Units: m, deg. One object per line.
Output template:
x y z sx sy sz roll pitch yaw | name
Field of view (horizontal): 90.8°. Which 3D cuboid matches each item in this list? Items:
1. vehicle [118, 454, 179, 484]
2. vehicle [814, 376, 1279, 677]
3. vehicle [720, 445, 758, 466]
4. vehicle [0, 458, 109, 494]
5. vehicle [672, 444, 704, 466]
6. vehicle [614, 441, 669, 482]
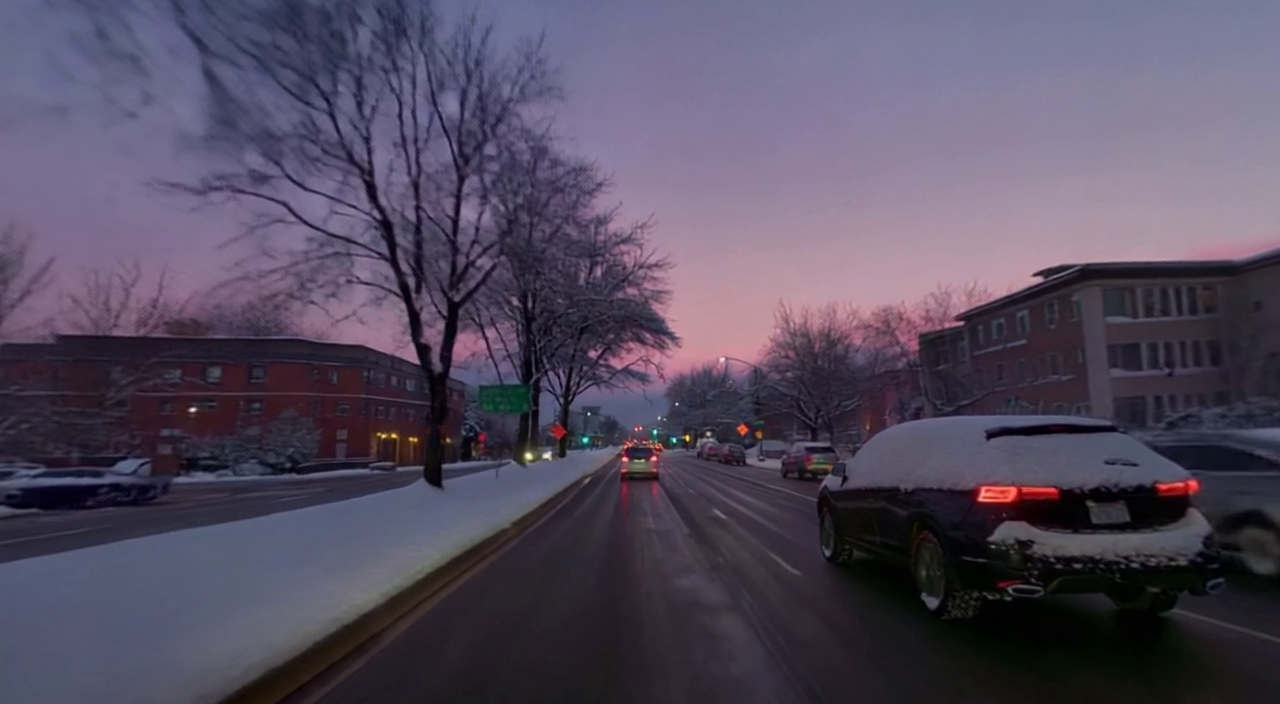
-30.838 7.285 39.599 4.272 1.704 2.031 -8 -11 40 | vehicle
3.164 1.304 5.738 1.949 1.723 4.020 0 -9 -1 | vehicle
7.378 7.738 47.481 1.936 1.516 4.579 0 -9 -2 | vehicle
-27.643 5.652 28.977 4.732 1.497 2.077 -1 -9 2 | vehicle
3.380 7.363 45.442 1.910 1.474 4.003 0 -9 -1 | vehicle
0.031 4.306 25.059 2.006 1.487 3.535 0 -9 -1 | vehicle
